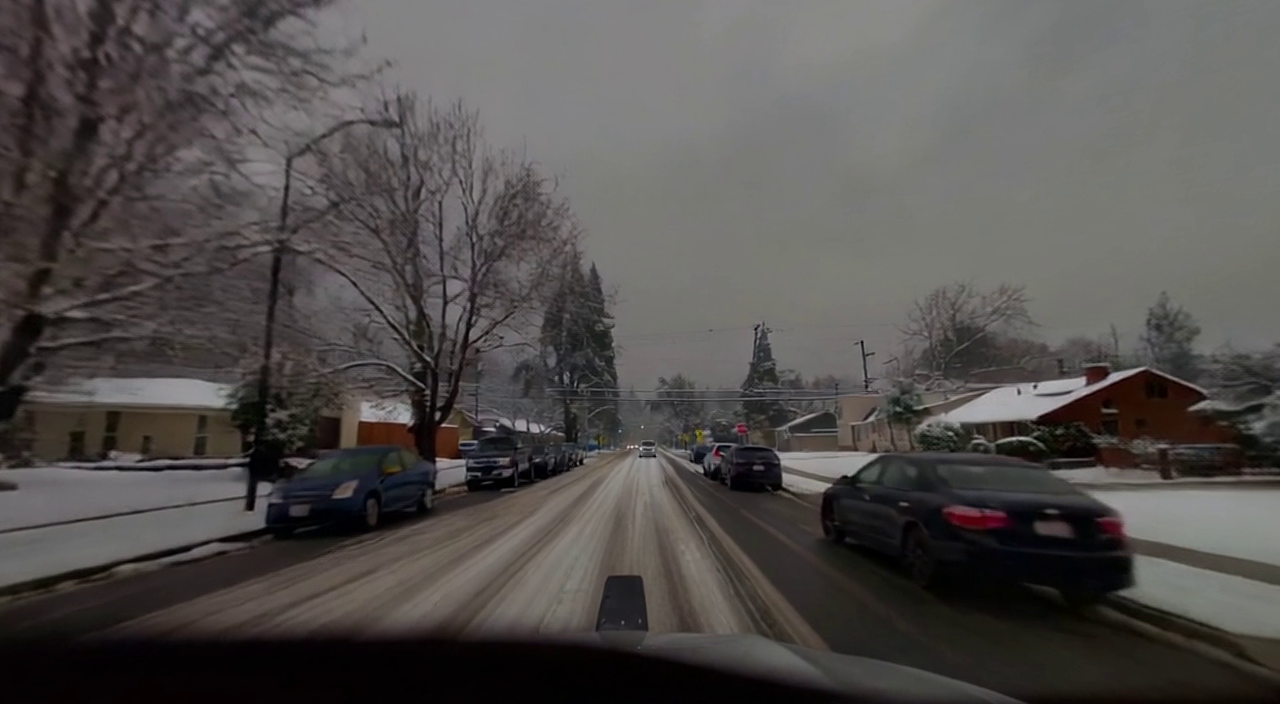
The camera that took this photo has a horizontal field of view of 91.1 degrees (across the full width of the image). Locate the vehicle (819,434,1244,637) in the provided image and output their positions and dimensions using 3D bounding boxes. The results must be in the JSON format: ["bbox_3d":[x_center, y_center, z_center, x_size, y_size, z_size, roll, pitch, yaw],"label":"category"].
[{"bbox_3d":[3.614,1.736,7.083,1.871,1.514,4.553,0,-9,0],"label":"vehicle"}]

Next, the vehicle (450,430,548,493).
[{"bbox_3d":[-4.713,3.742,21.807,2.162,1.857,4.758,2,-8,1],"label":"vehicle"}]

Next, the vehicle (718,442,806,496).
[{"bbox_3d":[3.738,3.672,20.130,1.987,1.518,4.686,0,-9,2],"label":"vehicle"}]

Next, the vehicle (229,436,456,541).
[{"bbox_3d":[-5.213,2.404,11.879,1.872,1.515,4.535,1,-8,3],"label":"vehicle"}]
